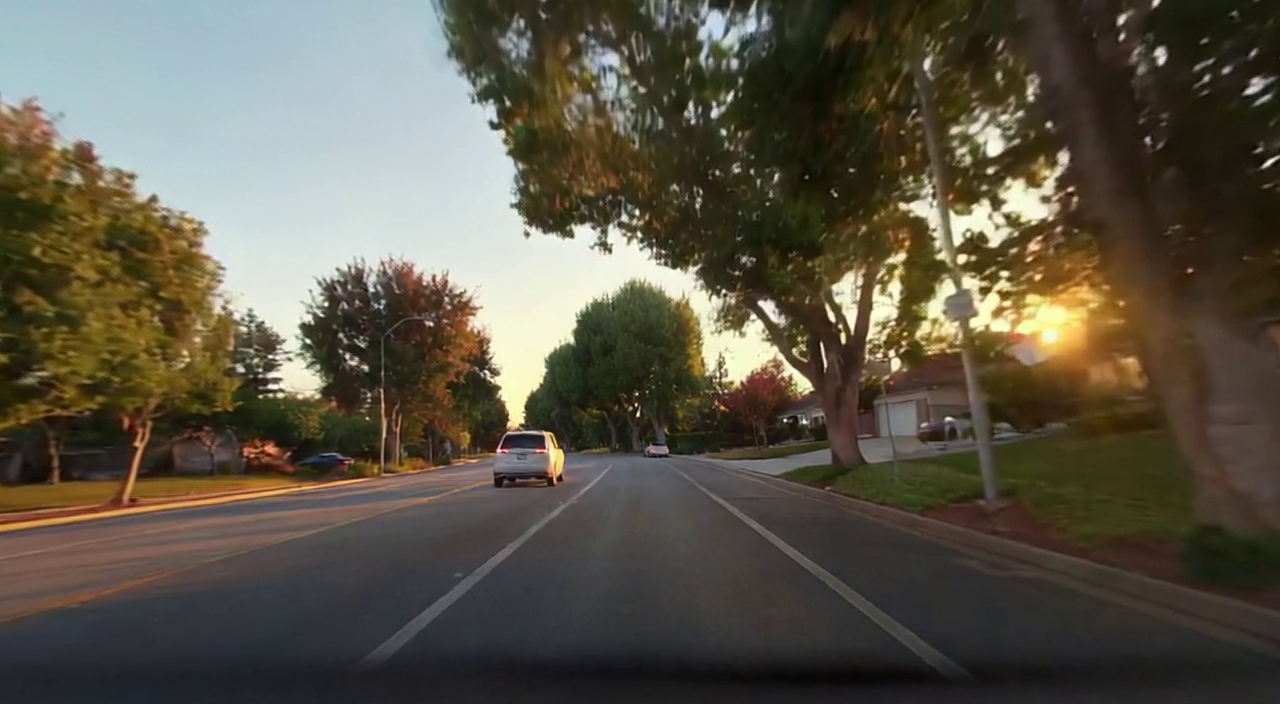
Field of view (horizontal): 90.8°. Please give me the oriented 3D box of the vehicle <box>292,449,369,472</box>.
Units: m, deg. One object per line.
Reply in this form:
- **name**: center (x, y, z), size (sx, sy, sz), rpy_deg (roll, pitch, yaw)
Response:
- **vehicle**: center (-22.033, 7.722, 45.040), size (4.525, 1.455, 1.821), rpy_deg (0, -8, -4)

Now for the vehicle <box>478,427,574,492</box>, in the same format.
- **vehicle**: center (-3.407, 3.293, 19.839), size (2.175, 1.772, 4.442), rpy_deg (-1, -8, 0)
